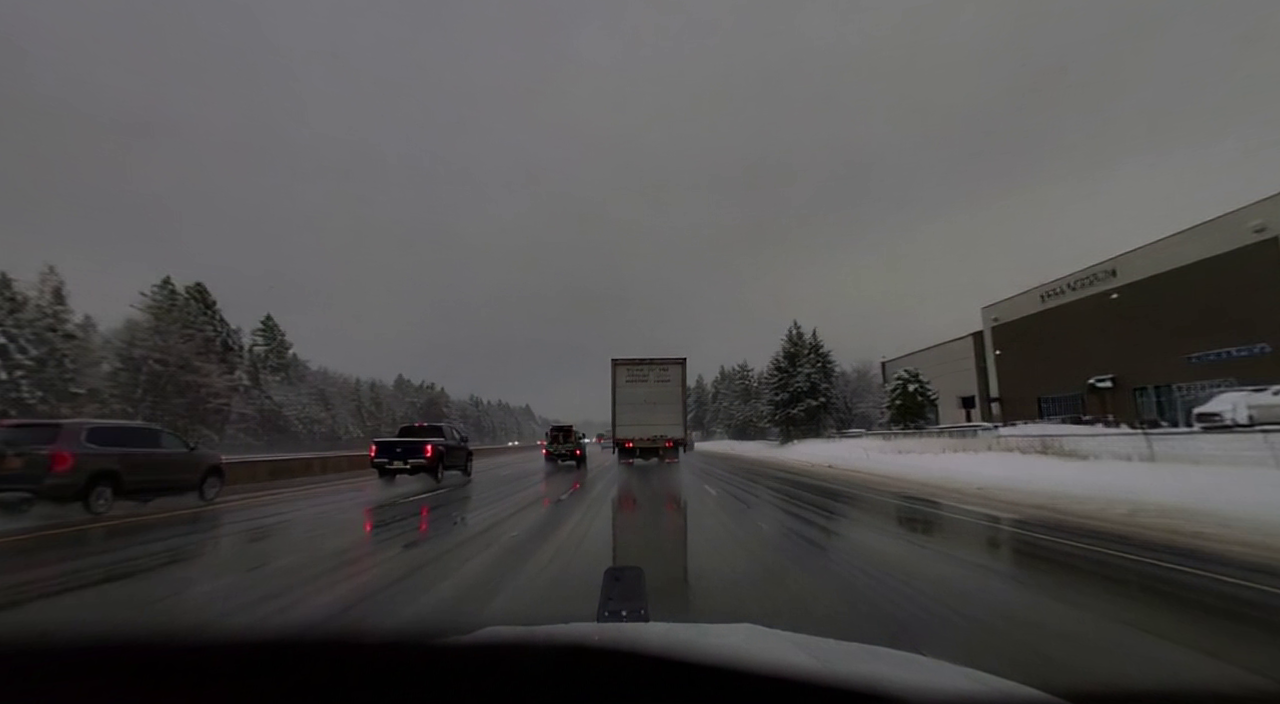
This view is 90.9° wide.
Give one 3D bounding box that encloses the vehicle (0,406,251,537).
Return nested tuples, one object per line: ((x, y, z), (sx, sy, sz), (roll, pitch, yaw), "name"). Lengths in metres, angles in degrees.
((-10.341, 2.159, 11.975), (2.089, 1.885, 5.888), (0, -9, 1), "vehicle")

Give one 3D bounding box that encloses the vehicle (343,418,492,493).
((-6.685, 3.233, 19.971), (2.479, 1.978, 5.952), (0, -9, 1), "vehicle")

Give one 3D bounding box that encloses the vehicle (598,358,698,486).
((0.198, 2.792, 23.687), (2.941, 3.794, 9.851), (0, -9, 0), "vehicle")

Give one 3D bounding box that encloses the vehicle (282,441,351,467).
((-20.438, 6.456, 40.051), (1.905, 1.536, 4.649), (0, -9, 0), "vehicle")

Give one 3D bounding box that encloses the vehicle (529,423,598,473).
((-3.419, 4.497, 29.621), (2.379, 2.075, 6.169), (0, -9, 1), "vehicle")
